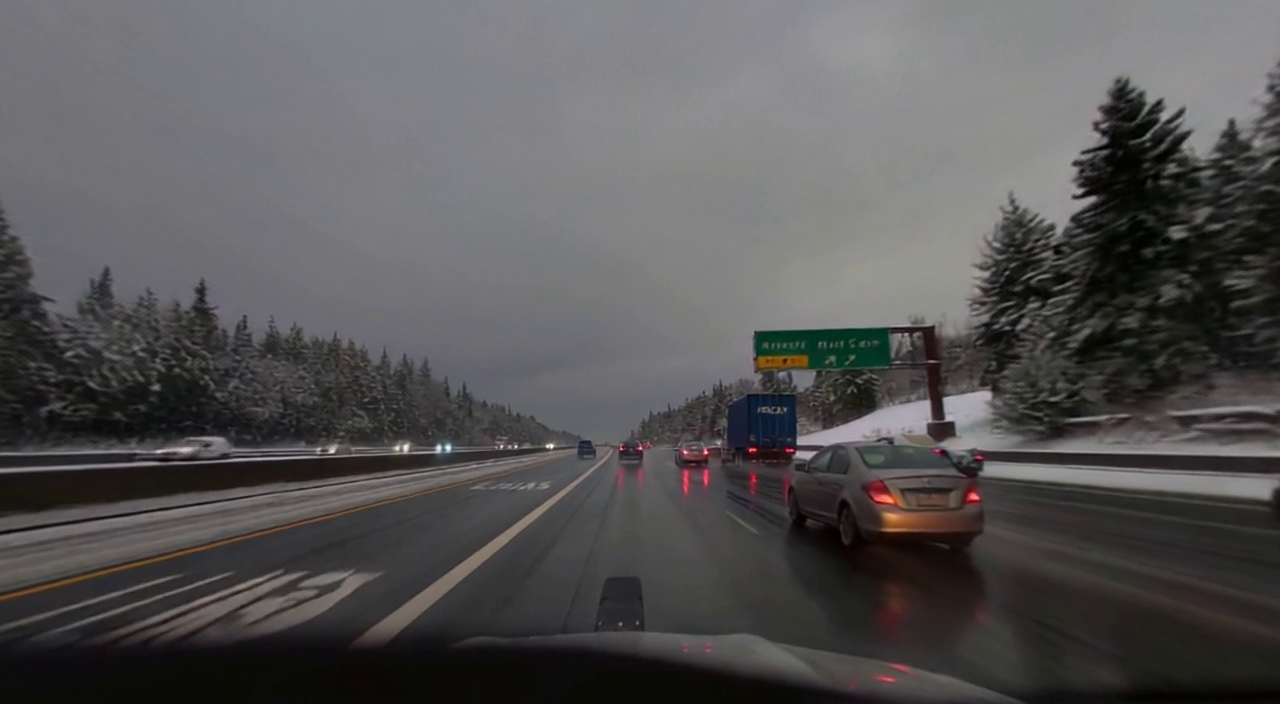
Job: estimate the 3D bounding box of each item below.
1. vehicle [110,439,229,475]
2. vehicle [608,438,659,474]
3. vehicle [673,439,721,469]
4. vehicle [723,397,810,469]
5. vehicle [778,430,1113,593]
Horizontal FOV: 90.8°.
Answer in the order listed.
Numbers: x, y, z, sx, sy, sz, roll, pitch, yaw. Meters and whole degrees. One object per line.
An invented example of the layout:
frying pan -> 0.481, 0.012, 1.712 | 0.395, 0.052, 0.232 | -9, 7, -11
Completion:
vehicle -> -21.050, 4.696, 28.529 | 1.891, 1.485, 4.562 | 0, -9, -1
vehicle -> -0.326, 4.576, 27.992 | 2.098, 1.475, 3.997 | 0, -9, -2
vehicle -> 3.034, 5.585, 34.703 | 1.993, 1.504, 4.781 | 0, -9, -3
vehicle -> 7.058, 4.806, 36.701 | 2.799, 3.655, 8.627 | 0, -9, -3
vehicle -> 3.206, 1.752, 7.884 | 1.865, 1.427, 4.448 | 0, -9, -1
